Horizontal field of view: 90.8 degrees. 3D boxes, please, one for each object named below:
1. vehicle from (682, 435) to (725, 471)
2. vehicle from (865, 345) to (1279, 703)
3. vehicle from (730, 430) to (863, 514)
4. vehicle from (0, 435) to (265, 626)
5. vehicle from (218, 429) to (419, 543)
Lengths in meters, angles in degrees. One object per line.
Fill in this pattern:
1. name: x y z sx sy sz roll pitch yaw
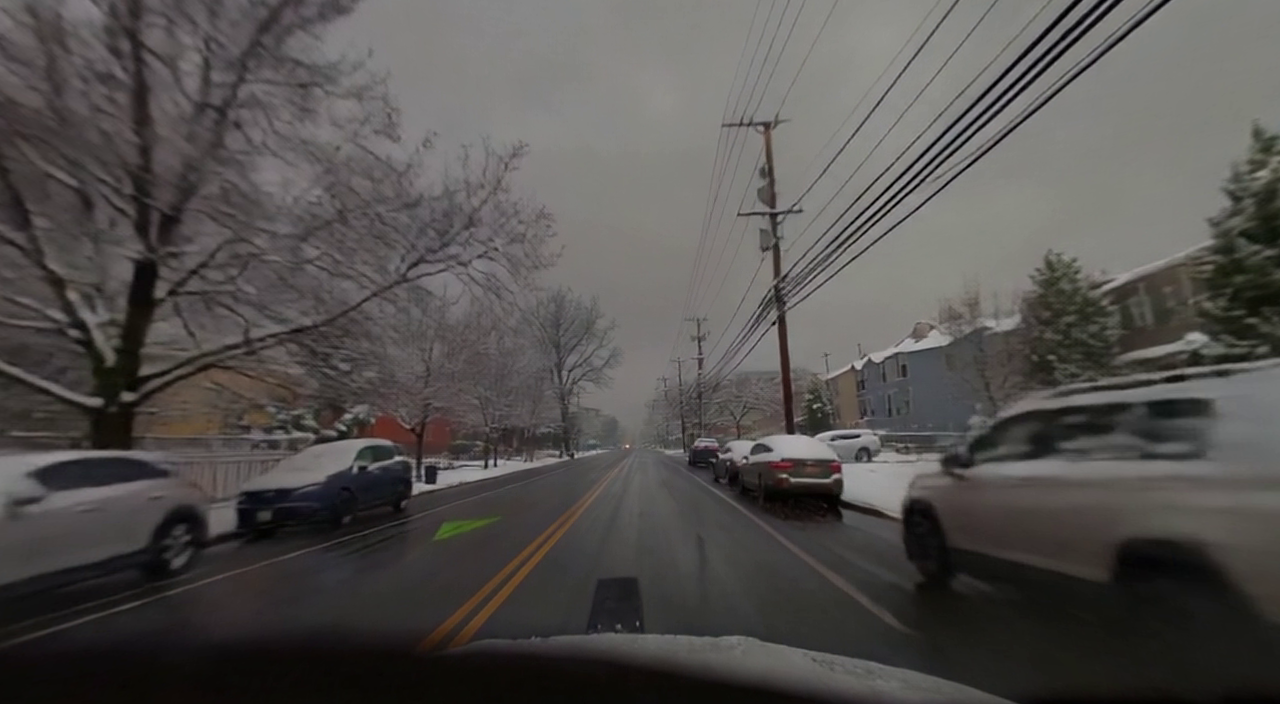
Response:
1. vehicle: 3.791 6.144 38.503 2.088 2.019 4.802 0 -8 -1
2. vehicle: 3.670 1.146 4.426 2.171 1.796 5.291 0 -8 -1
3. vehicle: 3.530 2.793 15.280 1.955 1.665 4.818 0 -8 0
4. vehicle: -6.394 1.699 6.592 2.084 1.573 4.599 -2 -7 1
5. vehicle: -6.398 2.609 13.285 1.947 1.930 4.306 -2 -7 0
